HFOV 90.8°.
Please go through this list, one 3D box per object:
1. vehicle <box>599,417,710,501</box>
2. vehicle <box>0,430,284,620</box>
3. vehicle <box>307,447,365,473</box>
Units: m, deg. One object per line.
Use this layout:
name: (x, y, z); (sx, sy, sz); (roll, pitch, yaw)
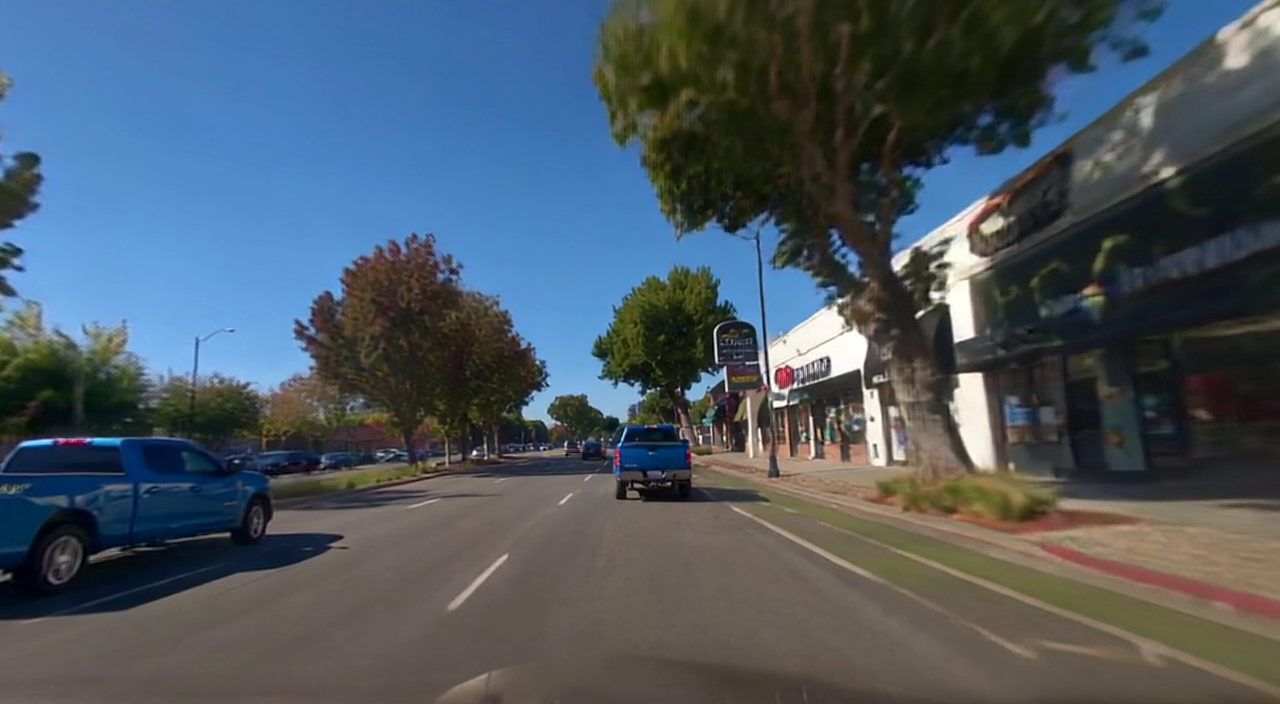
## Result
vehicle: (0.213, 2.914, 17.670); (2.590, 1.932, 5.776); (0, -8, -3)
vehicle: (-5.827, 1.549, 6.374); (1.888, 1.424, 4.553); (0, -8, -1)
vehicle: (-22.122, 7.838, 46.159); (1.978, 1.730, 4.330); (-1, -8, 1)
